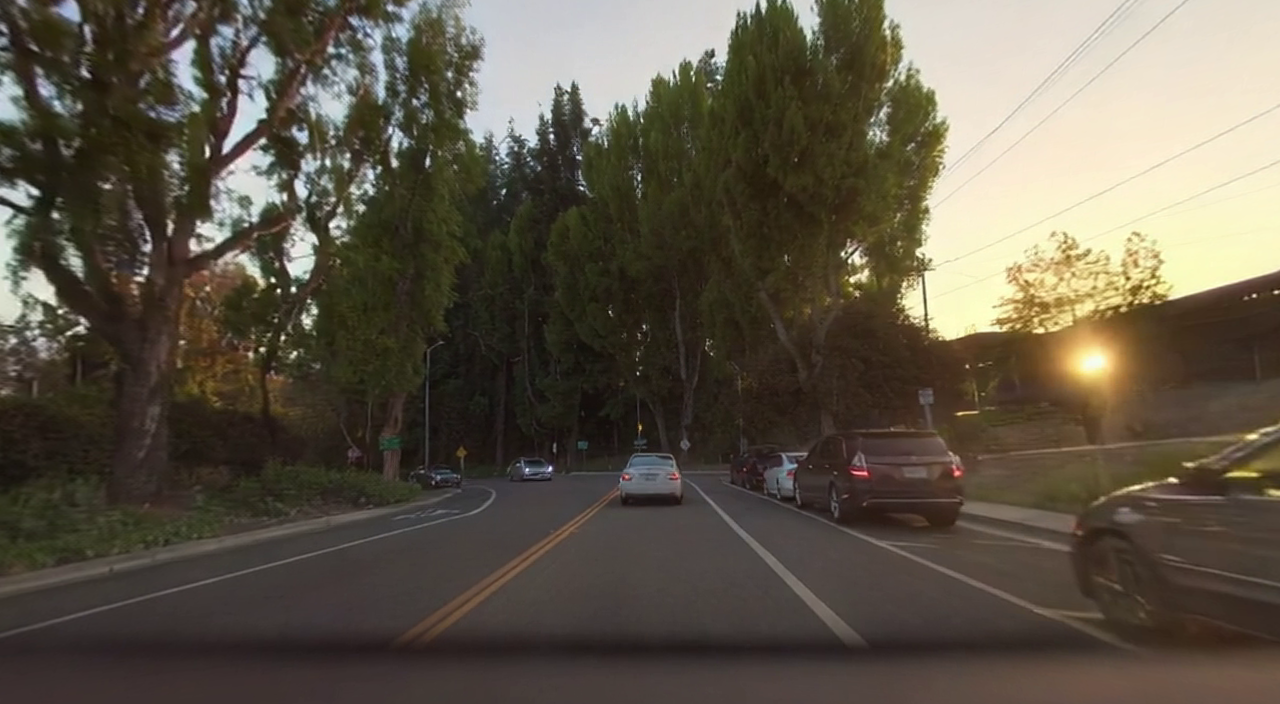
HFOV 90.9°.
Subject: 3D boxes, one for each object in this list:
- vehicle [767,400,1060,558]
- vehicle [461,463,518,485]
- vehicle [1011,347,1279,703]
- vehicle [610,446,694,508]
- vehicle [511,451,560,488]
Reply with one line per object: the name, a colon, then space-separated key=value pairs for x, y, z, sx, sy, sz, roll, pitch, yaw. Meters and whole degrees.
vehicle: x=4.191 y=2.113 z=11.432 sx=2.484 sy=2.037 sz=6.362 roll=0 pitch=-8 yaw=0
vehicle: x=-11.785 y=9.474 z=49.156 sx=2.087 sy=1.544 sz=4.811 roll=8 pitch=-12 yaw=-44
vehicle: x=4.101 y=0.874 z=2.865 sx=2.093 sy=1.822 sz=4.483 roll=0 pitch=-8 yaw=1
vehicle: x=0.371 y=3.448 z=17.858 sx=2.078 sy=1.521 sz=4.058 roll=0 pitch=-8 yaw=2
vehicle: x=-6.233 y=6.839 z=37.110 sx=2.131 sy=1.961 sz=4.955 roll=2 pitch=-9 yaw=-17
